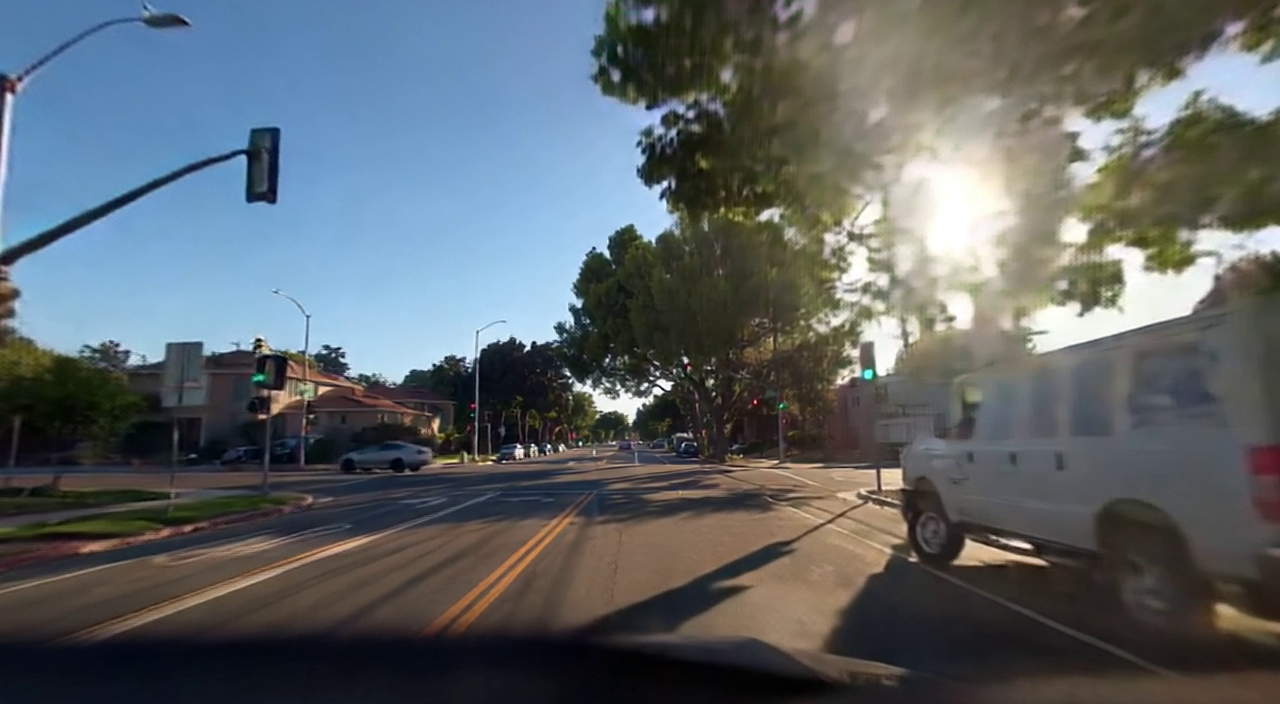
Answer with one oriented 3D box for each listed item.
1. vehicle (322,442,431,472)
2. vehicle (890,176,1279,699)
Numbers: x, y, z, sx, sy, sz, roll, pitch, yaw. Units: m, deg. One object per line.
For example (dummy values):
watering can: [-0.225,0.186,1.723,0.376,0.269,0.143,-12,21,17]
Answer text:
vehicle: [-13.236,5.280,31.852,4.606,1.452,1.917,0,-8,1]
vehicle: [4.549,0.771,5.702,2.398,2.806,4.857,0,-8,-1]
